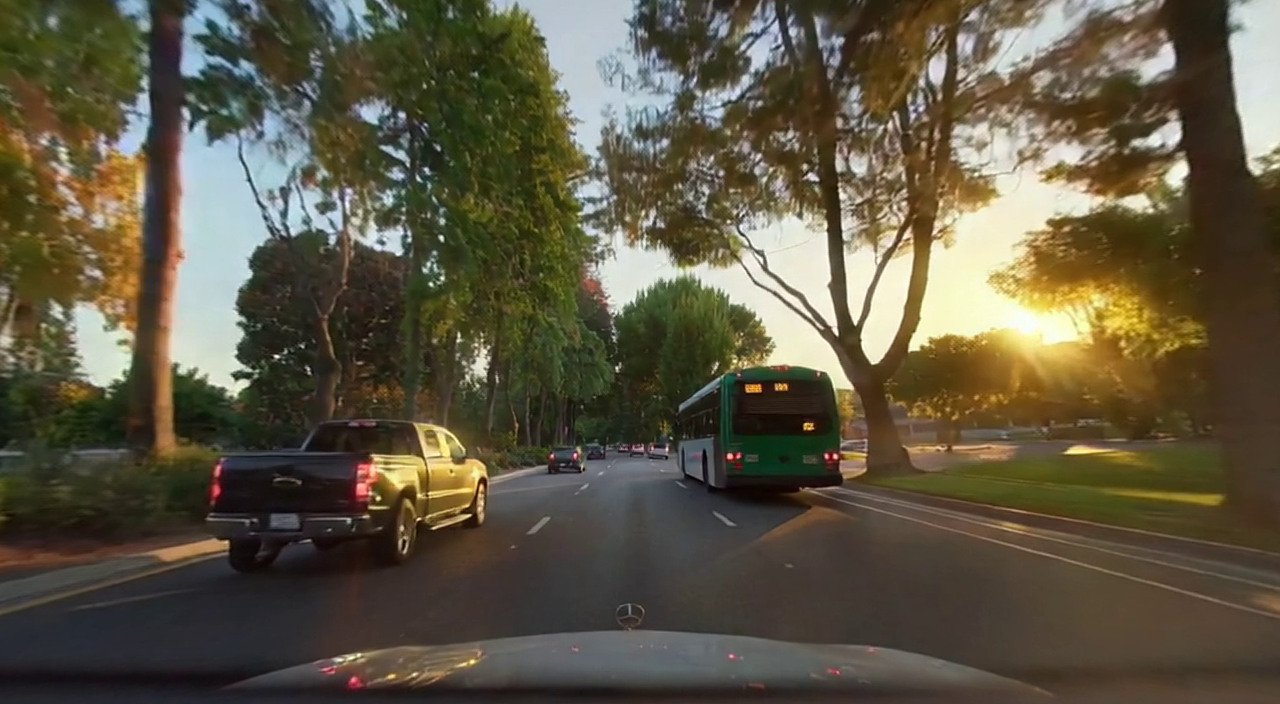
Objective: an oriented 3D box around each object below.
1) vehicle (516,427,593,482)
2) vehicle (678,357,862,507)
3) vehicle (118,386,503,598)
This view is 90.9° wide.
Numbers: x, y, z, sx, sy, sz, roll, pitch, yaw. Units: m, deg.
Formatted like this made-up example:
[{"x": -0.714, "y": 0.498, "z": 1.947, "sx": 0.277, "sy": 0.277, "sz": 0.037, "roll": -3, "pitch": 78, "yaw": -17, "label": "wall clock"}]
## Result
[{"x": -3.478, "y": 4.365, "z": 27.054, "sx": 2.513, "sy": 2.066, "sz": 5.820, "roll": 0, "pitch": -9, "yaw": 0, "label": "vehicle"}, {"x": 3.234, "y": 2.675, "z": 20.186, "sx": 3.059, "sy": 3.264, "sz": 12.623, "roll": 0, "pitch": -9, "yaw": -1, "label": "vehicle"}, {"x": -3.480, "y": 1.622, "z": 8.190, "sx": 2.074, "sy": 1.849, "sz": 5.137, "roll": -1, "pitch": -9, "yaw": 2, "label": "vehicle"}]
